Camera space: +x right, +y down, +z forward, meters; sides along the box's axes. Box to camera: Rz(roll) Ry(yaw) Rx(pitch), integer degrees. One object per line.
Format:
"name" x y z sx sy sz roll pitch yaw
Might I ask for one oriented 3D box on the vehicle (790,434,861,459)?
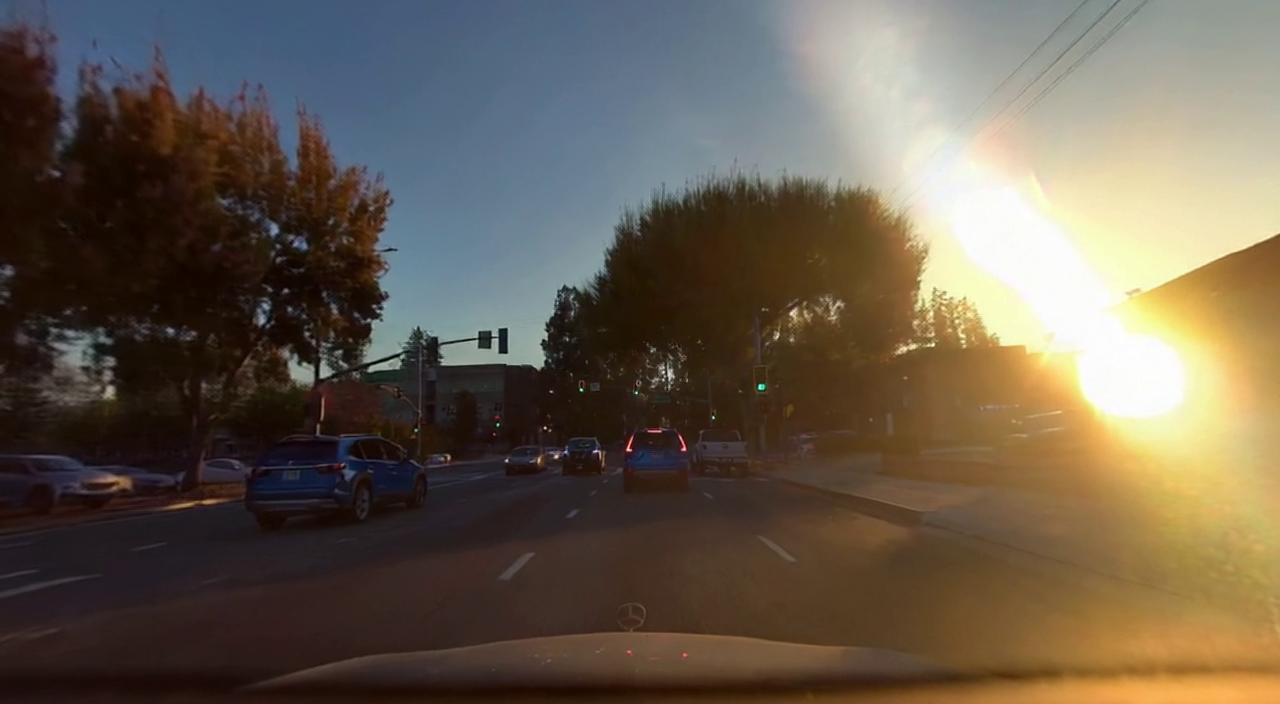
"vehicle" 14.634 7.467 49.952 4.983 1.560 1.841 -4 -8 0

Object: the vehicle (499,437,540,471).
"vehicle" -6.812 5.693 35.274 2.108 1.689 4.316 1 -9 -13

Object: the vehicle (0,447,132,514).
"vehicle" -18.685 3.853 19.144 4.571 1.857 2.172 0 -9 1

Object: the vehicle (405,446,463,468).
"vehicle" -15.167 7.672 46.249 4.460 1.517 1.860 -6 -12 39

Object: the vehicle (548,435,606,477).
"vehicle" -2.638 4.491 27.489 2.058 1.659 4.514 0 -9 0

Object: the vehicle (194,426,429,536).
"vehicle" -5.853 2.345 12.055 2.052 1.664 4.476 0 -9 0

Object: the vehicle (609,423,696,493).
"vehicle" 0.320 3.054 18.320 2.235 1.778 4.178 0 -9 0

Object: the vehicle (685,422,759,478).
"vehicle" 3.281 4.137 26.636 2.338 2.063 5.672 0 -9 0
